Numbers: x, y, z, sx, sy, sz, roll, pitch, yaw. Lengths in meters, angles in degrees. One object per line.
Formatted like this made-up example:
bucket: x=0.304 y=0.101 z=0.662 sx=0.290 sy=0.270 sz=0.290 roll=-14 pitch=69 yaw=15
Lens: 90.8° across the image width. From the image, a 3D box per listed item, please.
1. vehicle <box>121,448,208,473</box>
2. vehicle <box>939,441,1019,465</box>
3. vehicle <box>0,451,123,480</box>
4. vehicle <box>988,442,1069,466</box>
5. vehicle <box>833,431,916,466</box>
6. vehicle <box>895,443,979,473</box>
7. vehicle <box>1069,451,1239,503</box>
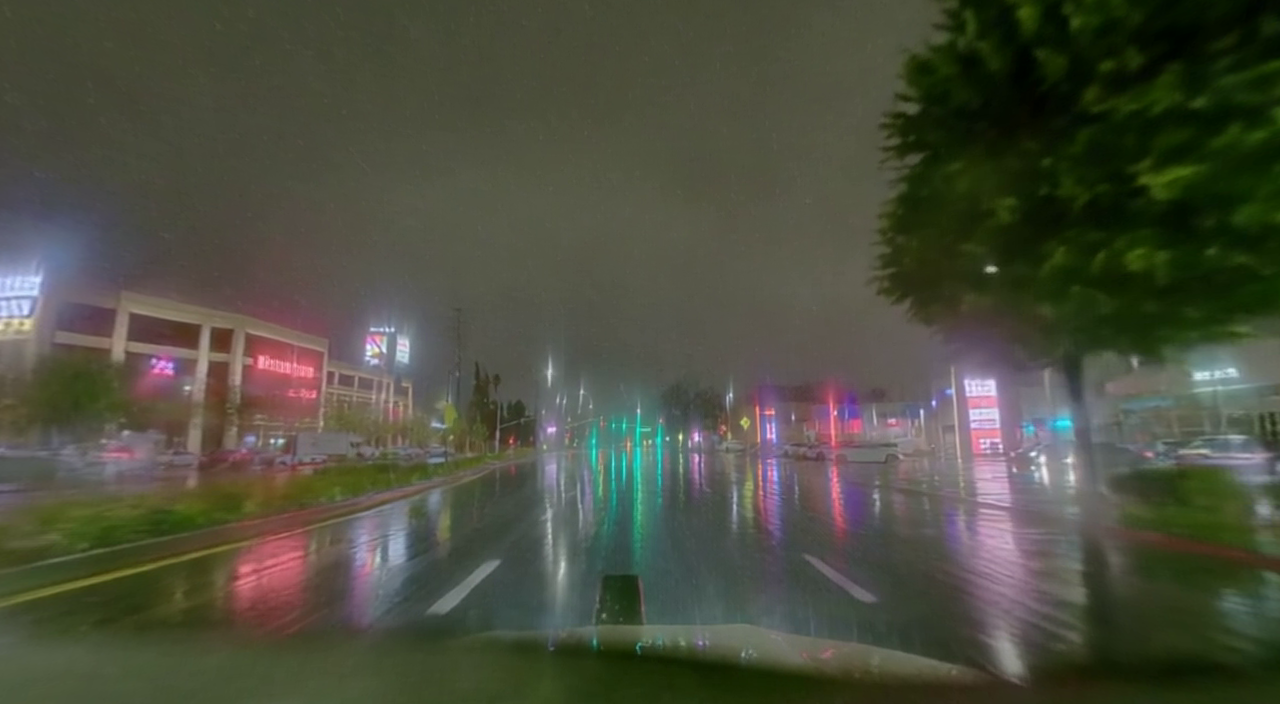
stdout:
vehicle: x=-30.543 y=6.957 z=40.625 sx=4.104 sy=1.576 sz=1.852 roll=0 pitch=-8 yaw=2
vehicle: x=21.803 y=6.489 z=40.816 sx=1.908 sy=1.469 sz=4.354 roll=3 pitch=-9 yaw=-18
vehicle: x=-30.647 y=5.979 z=33.400 sx=4.880 sy=1.464 sz=1.953 roll=0 pitch=-8 yaw=1
vehicle: x=24.701 y=6.480 z=40.374 sx=1.950 sy=1.473 sz=4.126 roll=2 pitch=-9 yaw=-14
vehicle: x=14.781 y=6.147 z=40.319 sx=2.189 sy=1.951 sz=5.828 roll=-1 pitch=-9 yaw=-10
vehicle: x=15.724 y=5.611 z=33.774 sx=1.936 sy=1.464 sz=4.867 roll=0 pitch=-8 yaw=-3
vehicle: x=16.906 y=4.098 z=20.936 sx=3.889 sy=1.590 sz=1.950 roll=0 pitch=-8 yaw=0
